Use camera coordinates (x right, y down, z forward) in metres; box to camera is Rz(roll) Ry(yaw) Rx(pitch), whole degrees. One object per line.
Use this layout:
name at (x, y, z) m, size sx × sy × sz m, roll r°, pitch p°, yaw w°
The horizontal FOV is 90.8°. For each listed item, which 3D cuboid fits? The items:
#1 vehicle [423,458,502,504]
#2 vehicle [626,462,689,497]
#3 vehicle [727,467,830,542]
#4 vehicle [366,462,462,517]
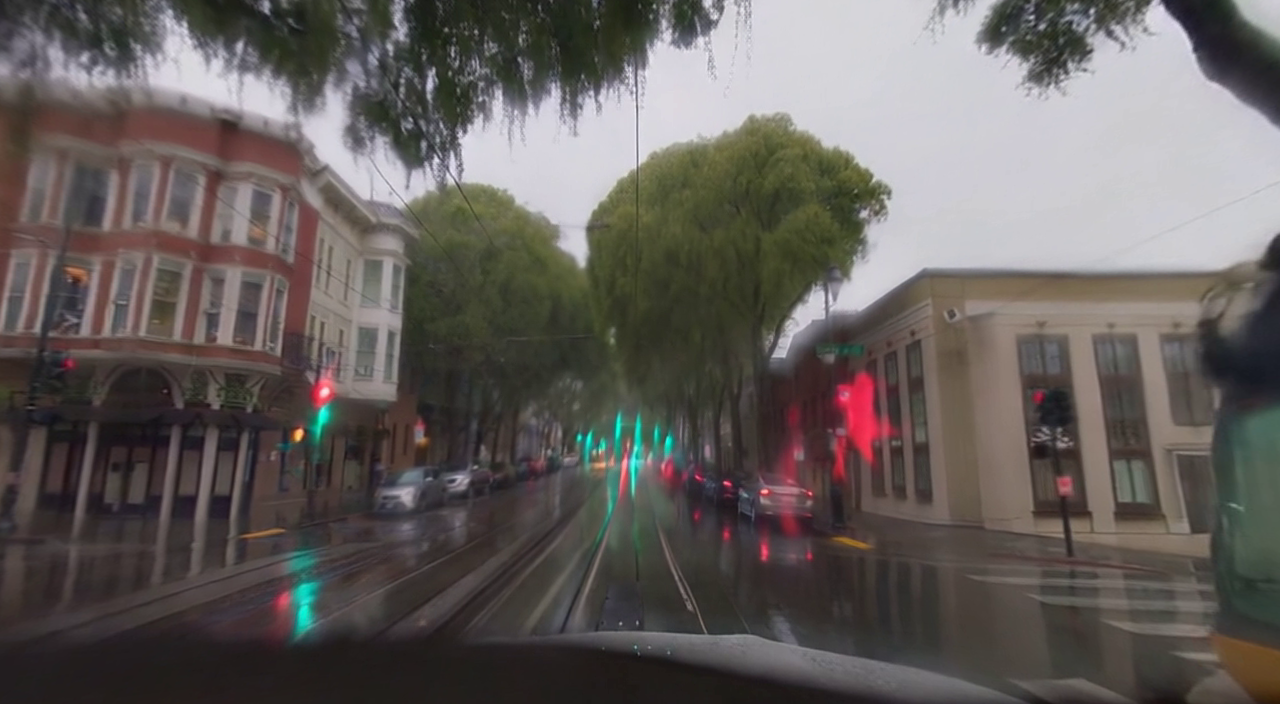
vehicle at (-7.405, 5.486, 26.919) m, size 1.861 × 1.751 × 4.550 m, roll 1°, pitch -11°, yaw 2°
vehicle at (0.856, 6.604, 32.953) m, size 1.984 × 1.571 × 3.404 m, roll 4°, pitch -9°, yaw -24°
vehicle at (3.850, 4.293, 18.311) m, size 1.929 × 1.723 × 4.134 m, roll 0°, pitch -9°, yaw -2°
vehicle at (-7.412, 4.685, 21.135) m, size 1.779 × 1.588 × 3.953 m, roll 2°, pitch -15°, yaw -2°
